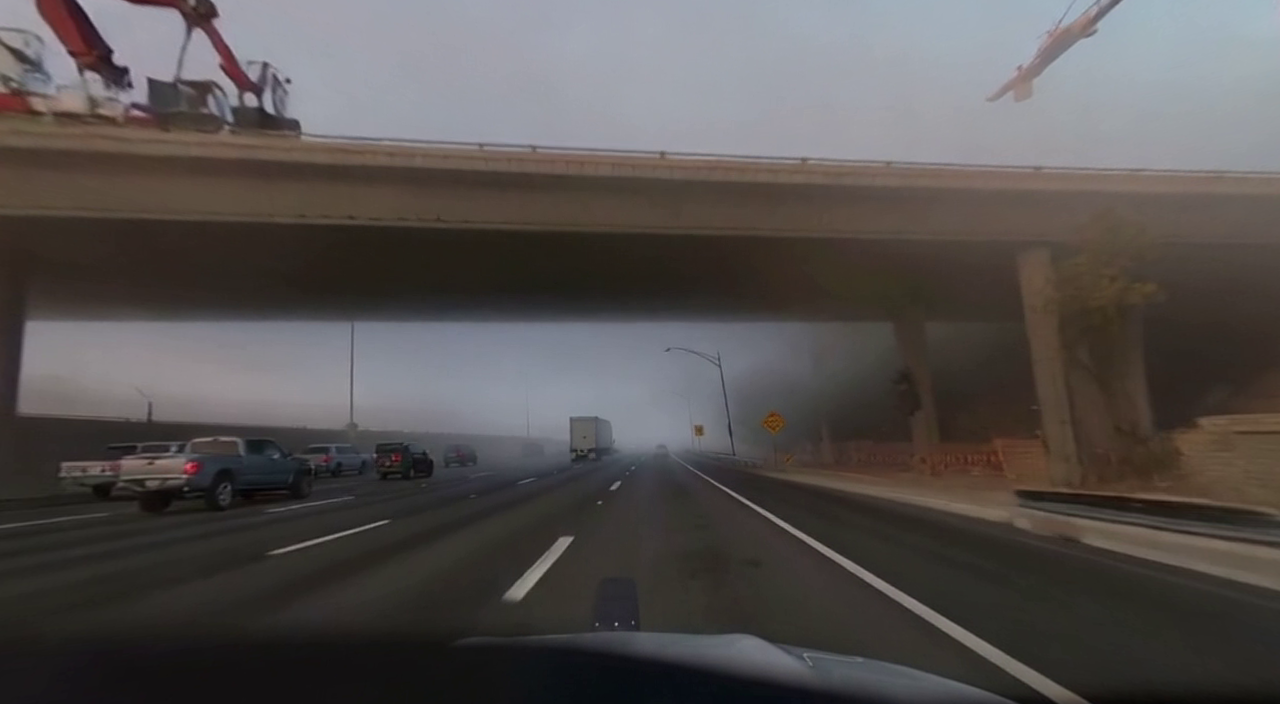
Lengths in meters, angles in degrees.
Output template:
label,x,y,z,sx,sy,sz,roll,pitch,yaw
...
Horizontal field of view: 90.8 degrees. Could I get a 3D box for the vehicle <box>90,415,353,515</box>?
label,x,y,z,sx,sy,sz,roll,pitch,yaw
vehicle,-10.158,2.835,16.336,2.394,2.056,6.251,0,-9,1
